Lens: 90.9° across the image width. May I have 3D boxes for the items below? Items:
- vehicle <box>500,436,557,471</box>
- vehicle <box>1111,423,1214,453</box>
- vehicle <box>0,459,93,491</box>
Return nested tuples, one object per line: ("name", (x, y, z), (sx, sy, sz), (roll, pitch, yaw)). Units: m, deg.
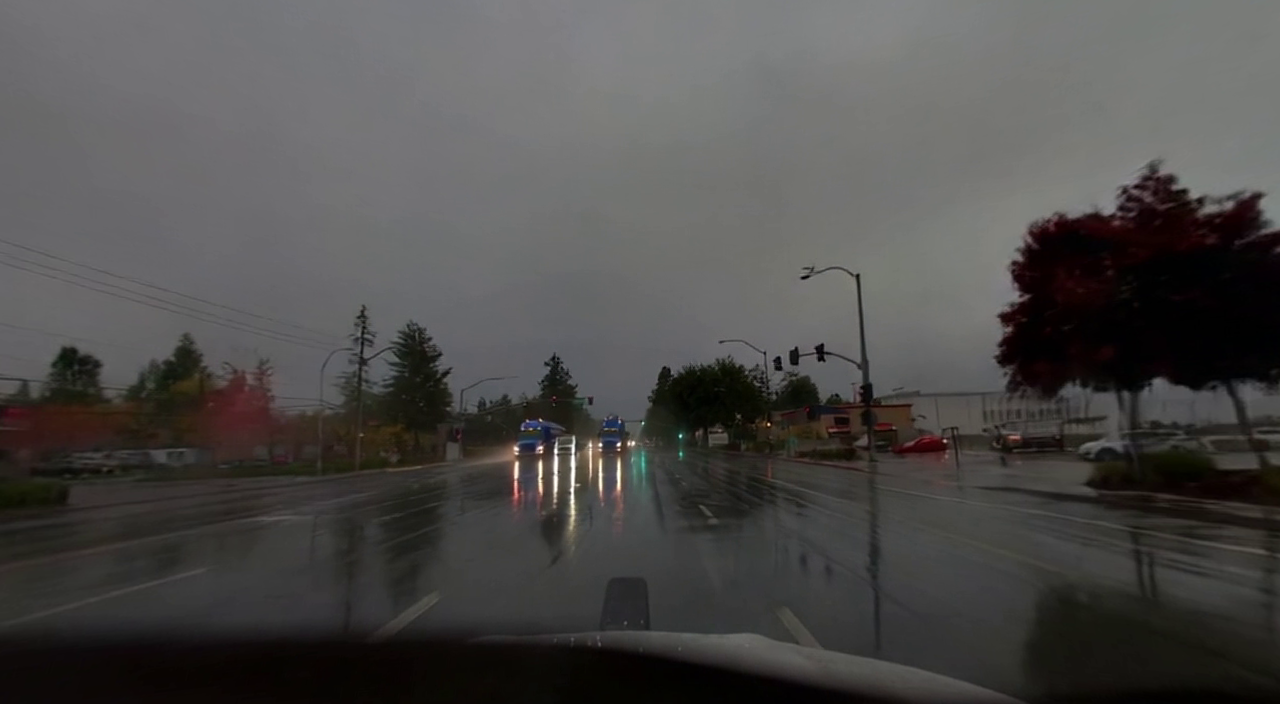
("vehicle", (-5.959, 5.484, 34.300), (2.179, 1.750, 4.621), (0, -8, 2))
("vehicle", (27.012, 4.504, 32.801), (1.796, 1.453, 4.296), (0, -8, 3))
("vehicle", (-35.676, 7.275, 37.398), (4.485, 1.772, 2.149), (-1, -8, 3))
